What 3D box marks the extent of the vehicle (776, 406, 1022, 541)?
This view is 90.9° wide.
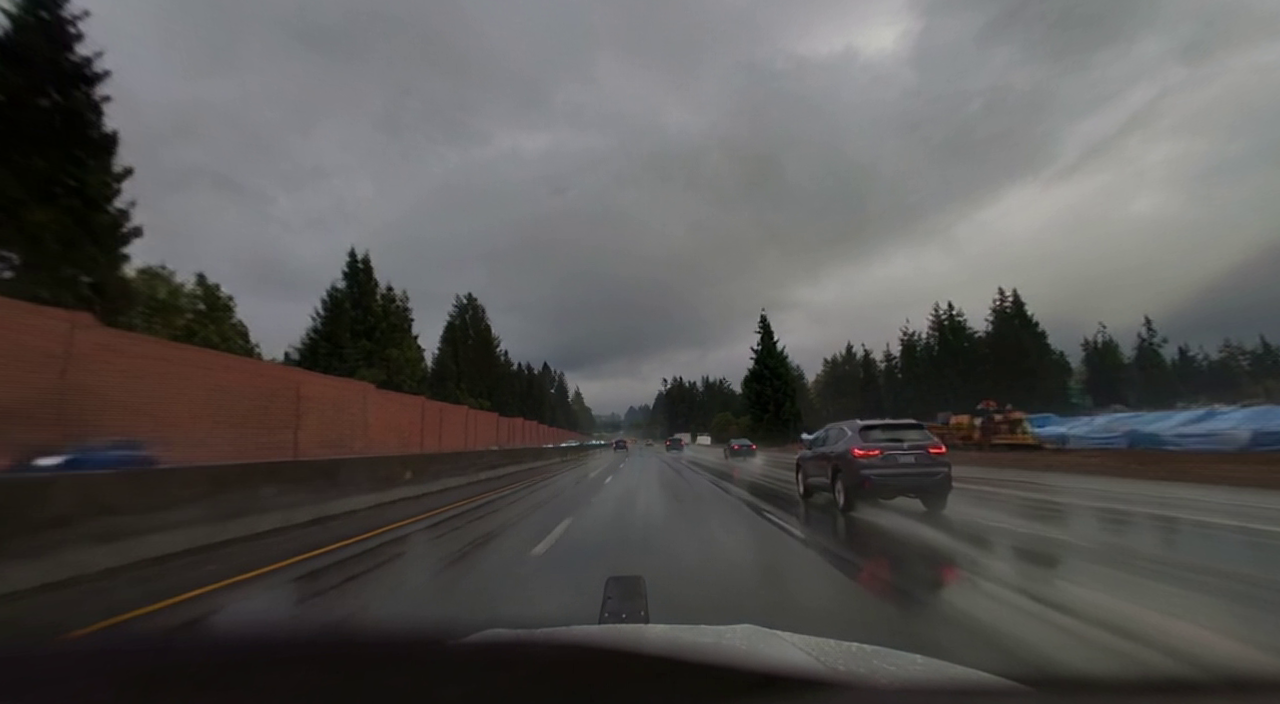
[{"bbox_3d":[3.997,1.977,10.864,2.190,1.783,4.637,0,-8,-1],"label":"vehicle"}]

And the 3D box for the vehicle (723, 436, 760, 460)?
[{"bbox_3d":[7.932,7.589,49.850,2.066,1.795,4.674,0,-8,-1],"label":"vehicle"}]

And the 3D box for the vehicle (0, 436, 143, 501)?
[{"bbox_3d":[-20.521,3.937,21.869,2.217,1.953,5.320,0,-8,0],"label":"vehicle"}]
